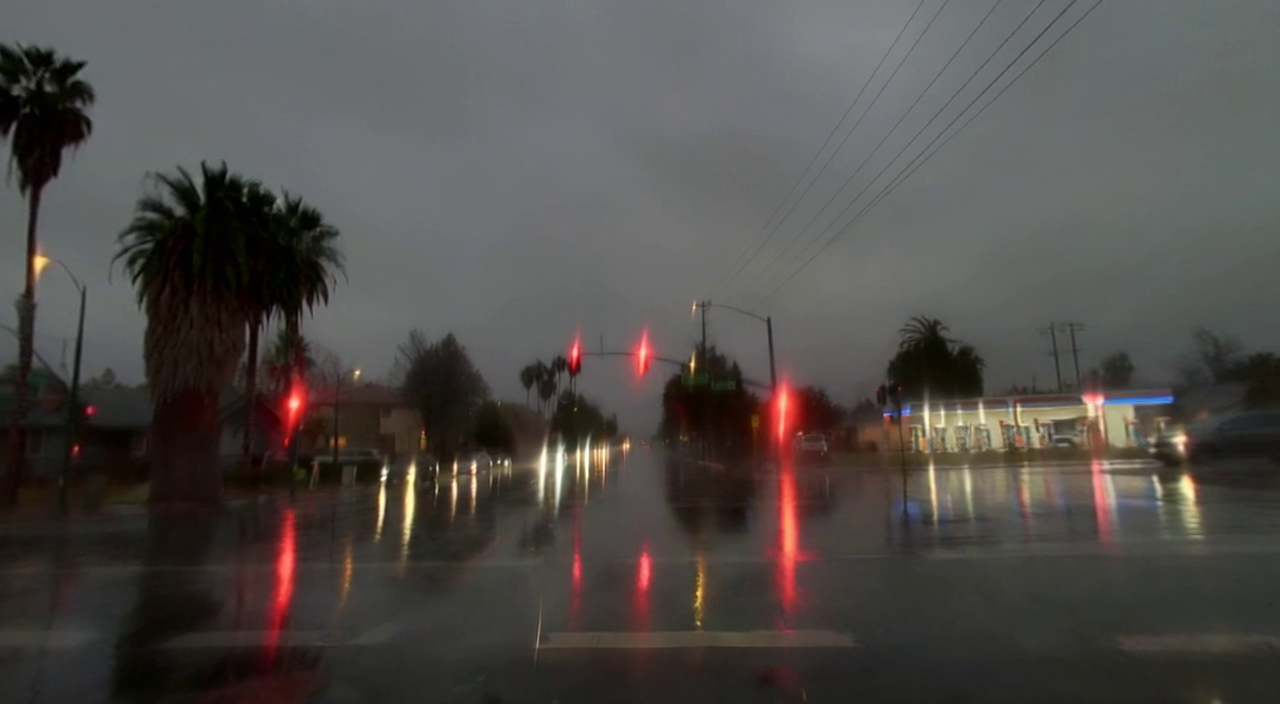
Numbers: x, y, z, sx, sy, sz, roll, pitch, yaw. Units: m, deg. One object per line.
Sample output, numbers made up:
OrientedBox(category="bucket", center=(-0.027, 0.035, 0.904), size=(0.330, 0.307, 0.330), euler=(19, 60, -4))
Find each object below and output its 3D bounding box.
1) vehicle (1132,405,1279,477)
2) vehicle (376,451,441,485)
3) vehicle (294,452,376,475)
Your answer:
OrientedBox(category="vehicle", center=(16.783, 2.436, 17.279), size=(5.086, 1.817, 1.952), euler=(0, -9, -4))
OrientedBox(category="vehicle", center=(-13.035, 6.551, 35.950), size=(2.009, 1.777, 4.559), euler=(0, -9, -1))
OrientedBox(category="vehicle", center=(-20.951, 7.683, 43.510), size=(4.672, 1.469, 1.816), euler=(0, -9, -2))
